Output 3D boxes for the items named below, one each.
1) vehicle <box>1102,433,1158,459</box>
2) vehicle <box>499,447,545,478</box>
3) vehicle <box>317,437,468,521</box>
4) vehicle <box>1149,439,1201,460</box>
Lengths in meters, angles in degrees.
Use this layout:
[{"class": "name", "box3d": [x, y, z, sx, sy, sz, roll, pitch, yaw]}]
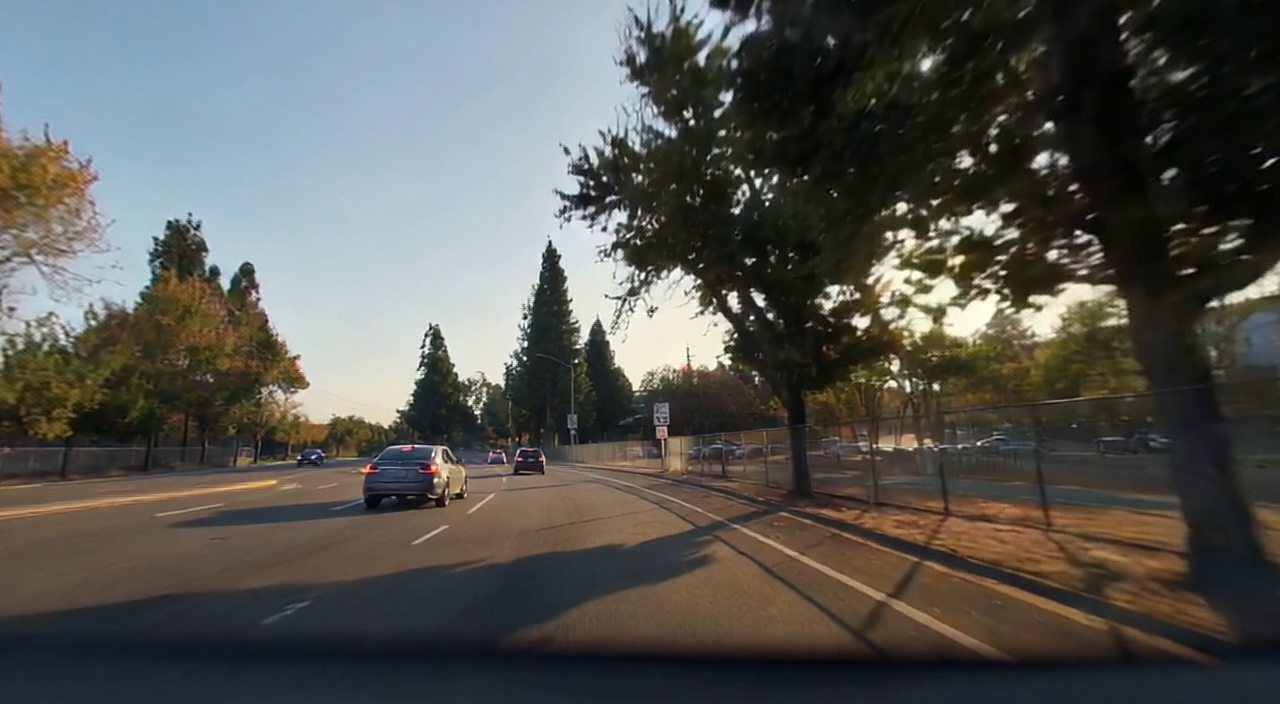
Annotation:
[{"class": "vehicle", "box3d": [36.645, 7.062, 47.432, 2.141, 1.842, 5.582, -4, -9, 26]}, {"class": "vehicle", "box3d": [-6.034, 5.653, 32.583, 2.147, 1.474, 4.083, 1, -9, -9]}, {"class": "vehicle", "box3d": [-5.674, 2.937, 15.217, 2.105, 1.676, 4.541, 0, -8, -5]}, {"class": "vehicle", "box3d": [39.137, 7.128, 46.293, 1.742, 1.451, 3.900, -4, -9, 23]}]
